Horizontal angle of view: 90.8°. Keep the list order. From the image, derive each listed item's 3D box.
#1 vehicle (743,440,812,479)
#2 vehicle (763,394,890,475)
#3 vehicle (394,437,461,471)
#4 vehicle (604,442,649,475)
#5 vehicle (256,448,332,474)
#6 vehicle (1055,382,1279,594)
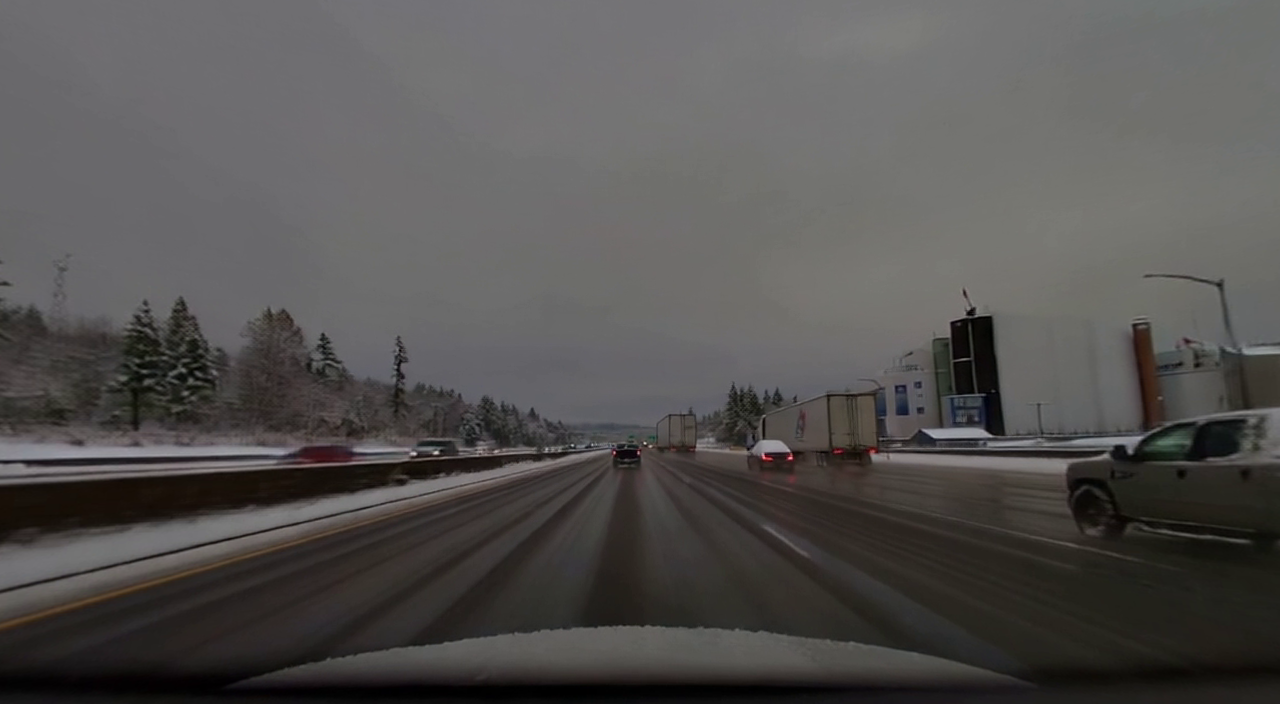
[{"bbox_3d":[6.253,4.952,29.304,2.154,1.658,4.347,0,-9,0],"label":"vehicle"},{"bbox_3d":[11.312,5.589,41.268,2.898,4.171,17.188,0,-9,-1],"label":"vehicle"},{"bbox_3d":[-12.896,6.227,38.724,2.179,1.895,5.631,0,-9,-1],"label":"vehicle"},{"bbox_3d":[-0.680,5.406,32.183,2.163,1.551,4.180,0,-9,-1],"label":"vehicle"},{"bbox_3d":[-20.662,6.518,37.968,1.895,1.457,4.677,0,-9,0],"label":"vehicle"},{"bbox_3d":[7.309,1.341,6.320,2.369,2.007,5.700,0,-9,0],"label":"vehicle"}]
